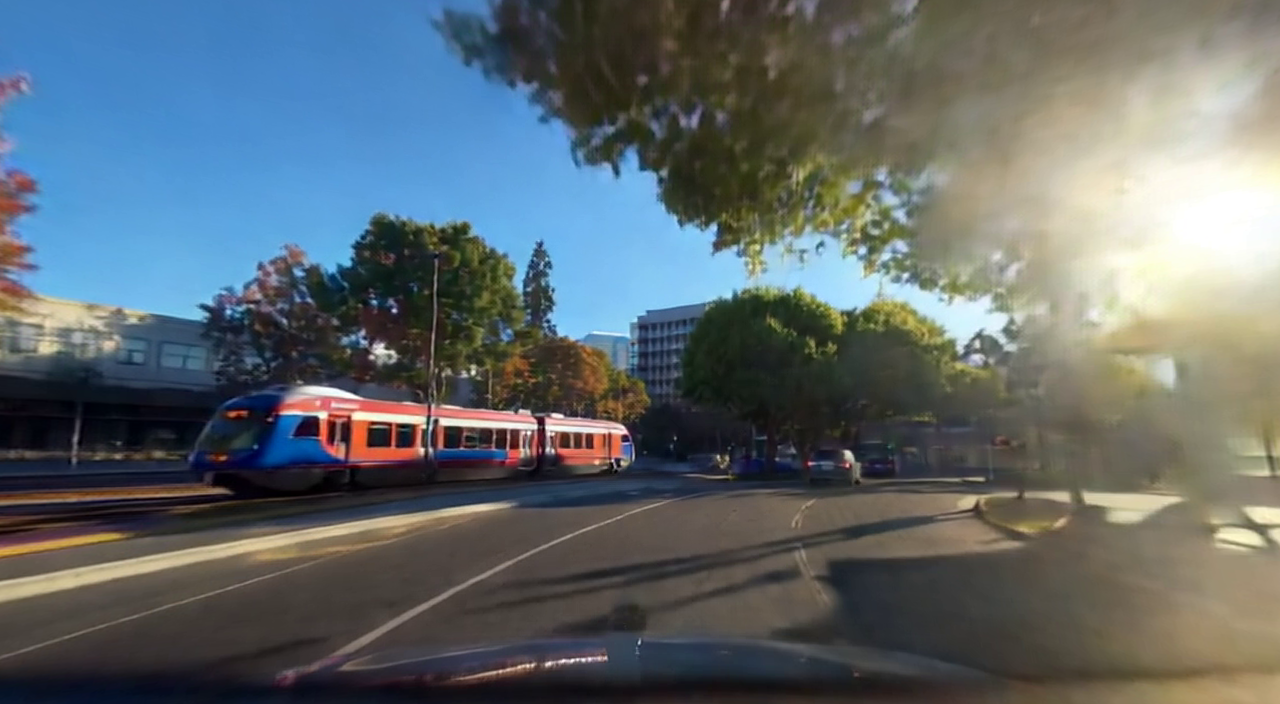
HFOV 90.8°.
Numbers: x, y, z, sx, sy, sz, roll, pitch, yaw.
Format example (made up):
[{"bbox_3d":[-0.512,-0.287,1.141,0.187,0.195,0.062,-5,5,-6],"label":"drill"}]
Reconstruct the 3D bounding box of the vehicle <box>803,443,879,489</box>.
[{"bbox_3d":[8.567,4.738,26.699,2.263,1.765,4.237,-5,-10,27],"label":"vehicle"}]

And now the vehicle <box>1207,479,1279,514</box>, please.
[{"bbox_3d":[29.820,6.848,30.011,4.118,1.477,1.691,0,-8,-2],"label":"vehicle"}]

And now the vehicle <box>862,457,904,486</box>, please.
[{"bbox_3d":[16.269,7.928,42.191,2.010,1.725,4.320,-5,-10,27],"label":"vehicle"}]
